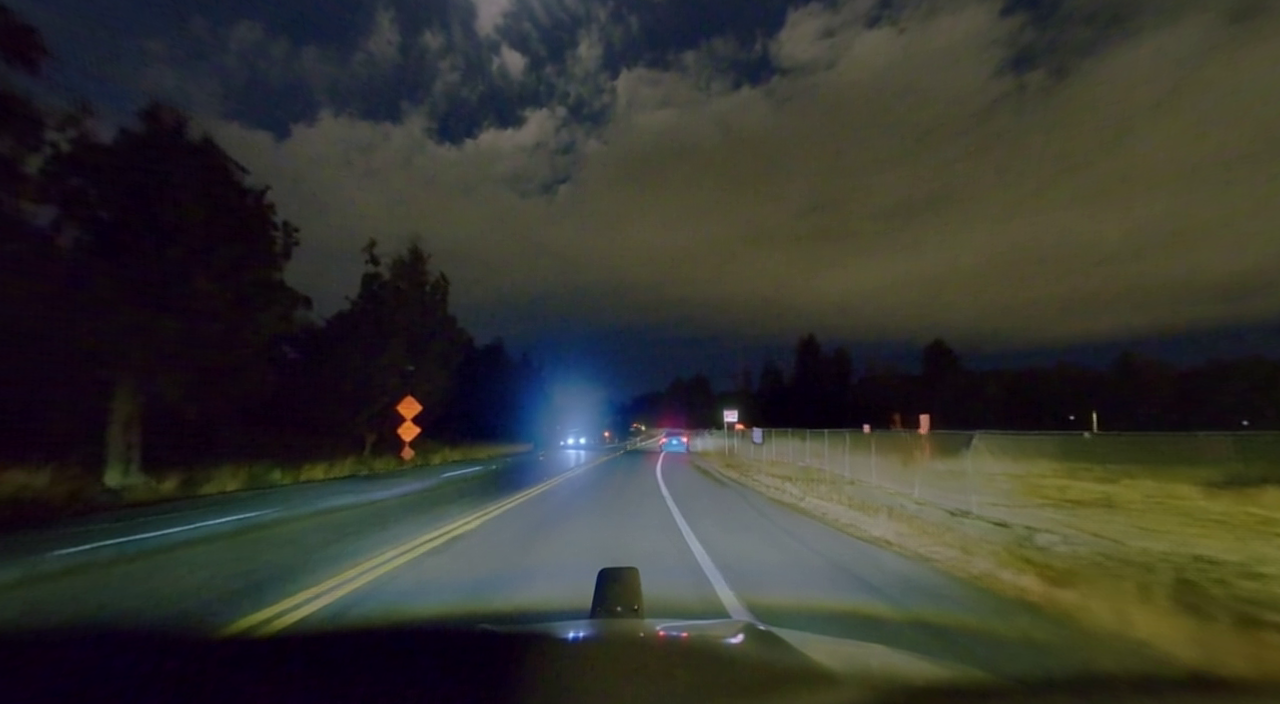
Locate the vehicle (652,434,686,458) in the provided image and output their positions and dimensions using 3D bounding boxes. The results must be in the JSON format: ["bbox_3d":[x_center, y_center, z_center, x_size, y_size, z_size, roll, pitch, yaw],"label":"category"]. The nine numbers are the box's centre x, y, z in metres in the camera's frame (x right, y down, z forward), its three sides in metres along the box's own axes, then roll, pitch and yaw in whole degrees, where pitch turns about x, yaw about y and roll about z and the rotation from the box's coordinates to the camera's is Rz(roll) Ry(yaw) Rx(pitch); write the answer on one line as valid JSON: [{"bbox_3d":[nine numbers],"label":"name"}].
[{"bbox_3d":[1.950,6.259,42.142,2.172,1.486,3.581,0,-9,2],"label":"vehicle"}]
